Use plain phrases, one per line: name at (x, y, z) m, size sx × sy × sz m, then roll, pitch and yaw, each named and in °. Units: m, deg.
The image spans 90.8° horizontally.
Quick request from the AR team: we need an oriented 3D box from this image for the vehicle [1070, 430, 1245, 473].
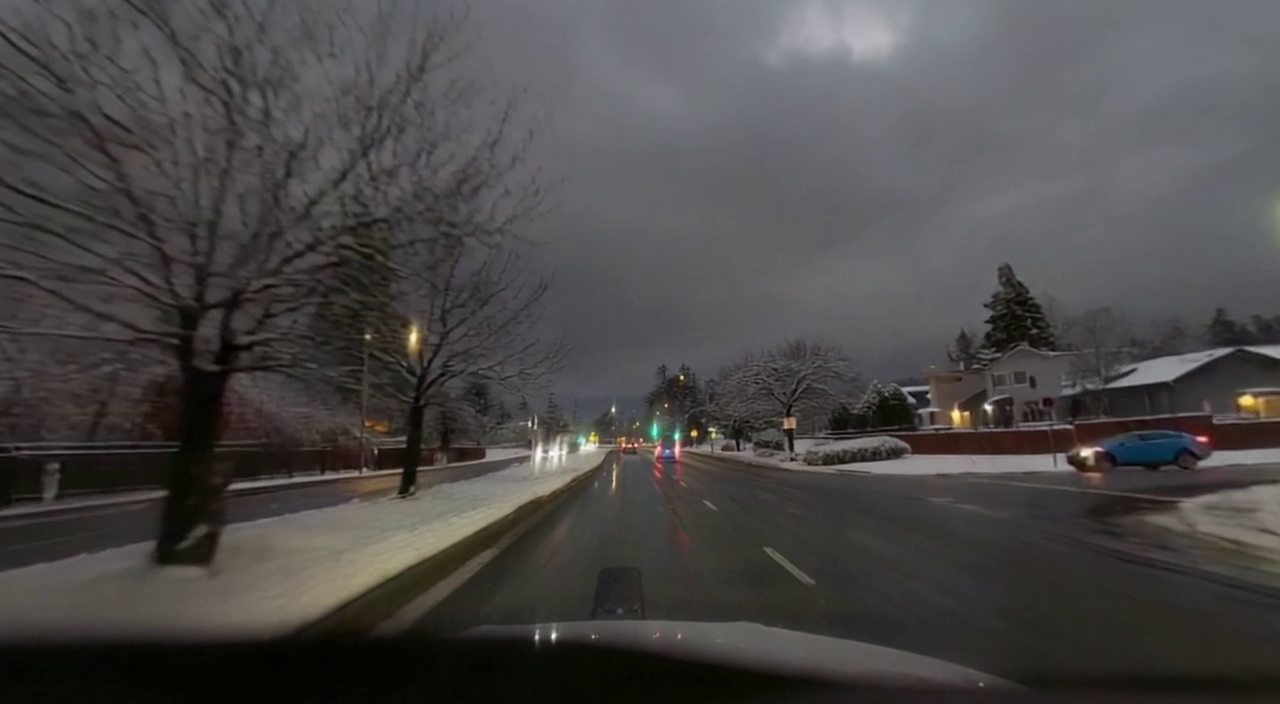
vehicle at (18.890, 3.655, 23.239) m, size 4.536 × 1.453 × 2.128 m, roll 0°, pitch -8°, yaw -1°
